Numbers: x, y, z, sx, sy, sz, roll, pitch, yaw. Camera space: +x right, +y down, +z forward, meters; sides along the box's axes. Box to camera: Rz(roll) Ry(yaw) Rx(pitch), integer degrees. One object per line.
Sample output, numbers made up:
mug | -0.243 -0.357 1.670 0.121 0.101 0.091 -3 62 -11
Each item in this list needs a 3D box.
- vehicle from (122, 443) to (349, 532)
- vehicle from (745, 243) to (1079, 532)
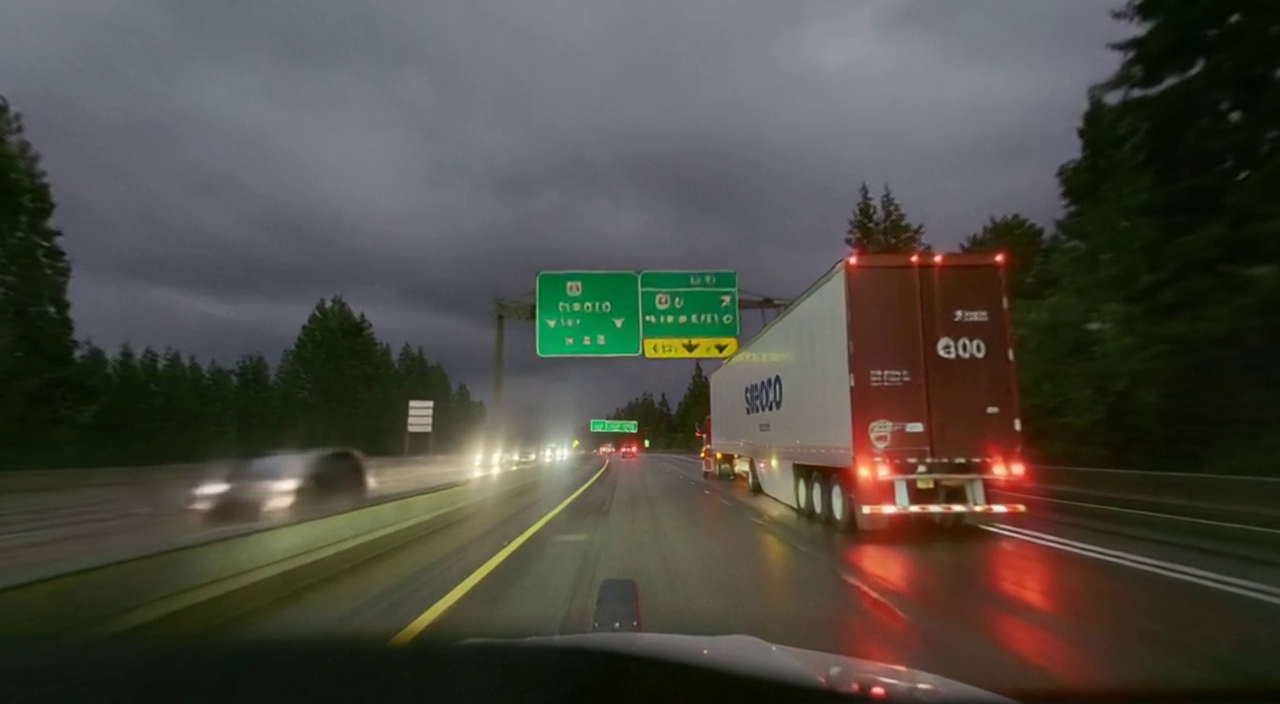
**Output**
vehicle | -8.410 2.807 13.679 1.978 1.570 4.487 0 -9 -1
vehicle | 4.317 1.039 12.661 2.892 3.928 8.380 0 -9 0
